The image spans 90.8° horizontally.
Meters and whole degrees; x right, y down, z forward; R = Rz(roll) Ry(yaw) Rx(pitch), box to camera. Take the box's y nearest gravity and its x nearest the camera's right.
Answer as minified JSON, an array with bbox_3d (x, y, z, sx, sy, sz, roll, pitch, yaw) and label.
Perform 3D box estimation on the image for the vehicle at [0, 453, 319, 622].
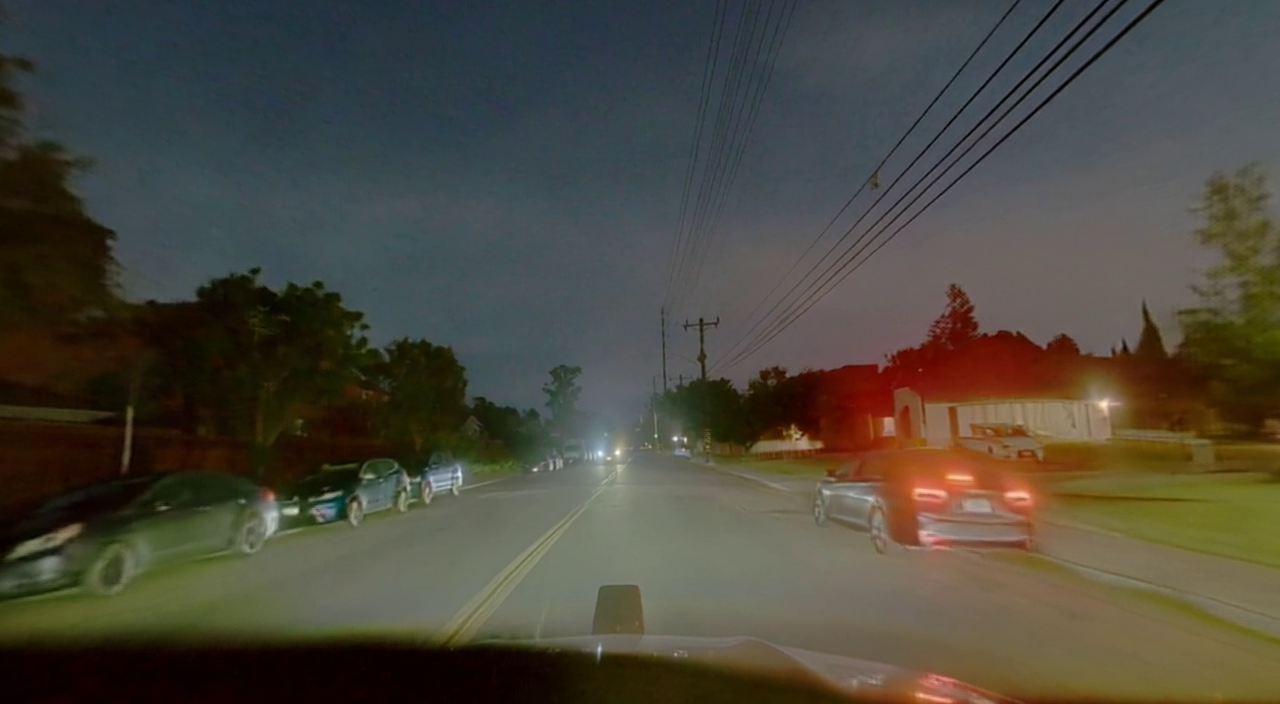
[{"bbox_3d":[-6.111,2.137,8.191,1.813,1.447,4.437,-4,-8,-3],"label":"vehicle"}]

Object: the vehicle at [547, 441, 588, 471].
[{"bbox_3d":[-5.669,8.197,49.936,2.200,2.052,5.675,-4,-9,2],"label":"vehicle"}]

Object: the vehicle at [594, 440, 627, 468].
[{"bbox_3d":[-2.257,8.009,49.709,2.154,2.051,4.571,-2,-9,3],"label":"vehicle"}]

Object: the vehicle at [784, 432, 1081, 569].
[{"bbox_3d":[3.778,2.004,9.436,2.108,1.493,4.878,0,-9,0],"label":"vehicle"}]

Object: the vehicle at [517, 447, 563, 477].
[{"bbox_3d":[-6.152,6.787,39.339,2.055,1.666,4.168,-2,-9,1],"label":"vehicle"}]
